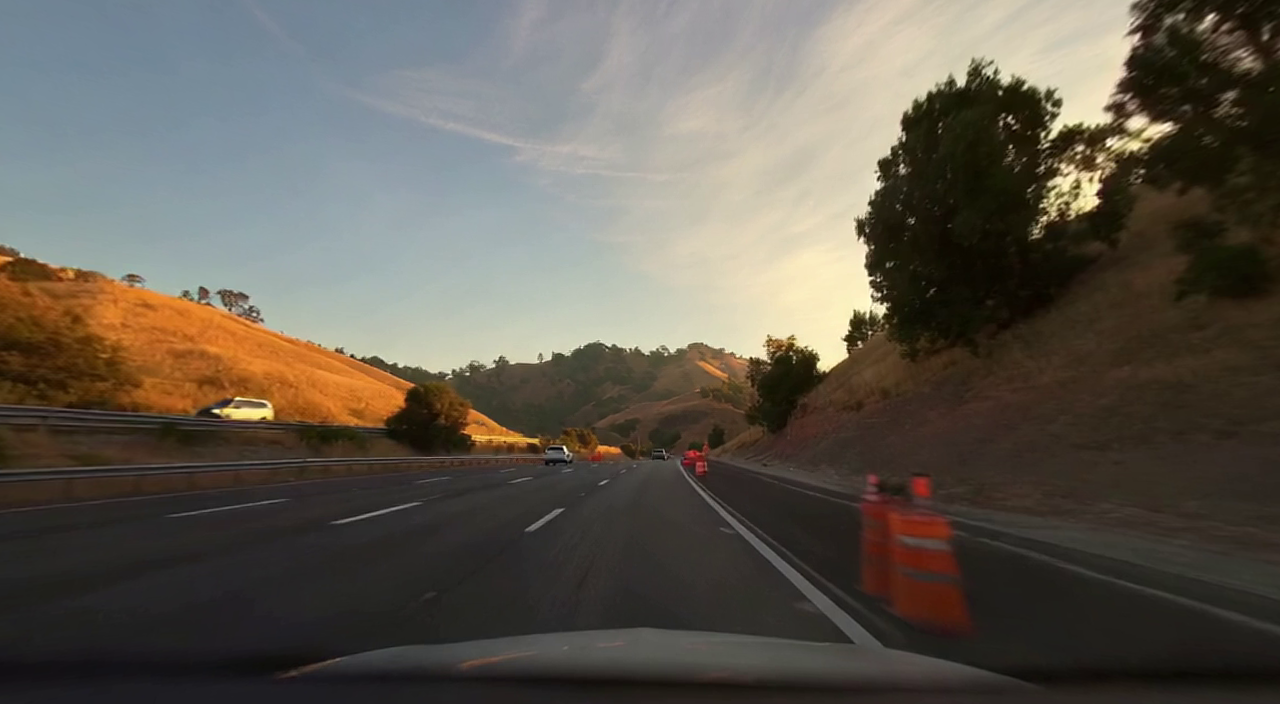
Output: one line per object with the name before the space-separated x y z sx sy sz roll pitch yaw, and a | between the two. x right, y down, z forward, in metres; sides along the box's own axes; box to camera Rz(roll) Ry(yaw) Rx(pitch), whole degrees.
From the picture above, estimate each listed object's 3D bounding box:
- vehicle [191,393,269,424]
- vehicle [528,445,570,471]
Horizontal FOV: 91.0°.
vehicle | -25.654 3.623 39.623 1.820 1.683 4.493 -1 -9 1
vehicle | -5.953 6.970 41.528 2.042 1.585 4.162 0 -9 1
